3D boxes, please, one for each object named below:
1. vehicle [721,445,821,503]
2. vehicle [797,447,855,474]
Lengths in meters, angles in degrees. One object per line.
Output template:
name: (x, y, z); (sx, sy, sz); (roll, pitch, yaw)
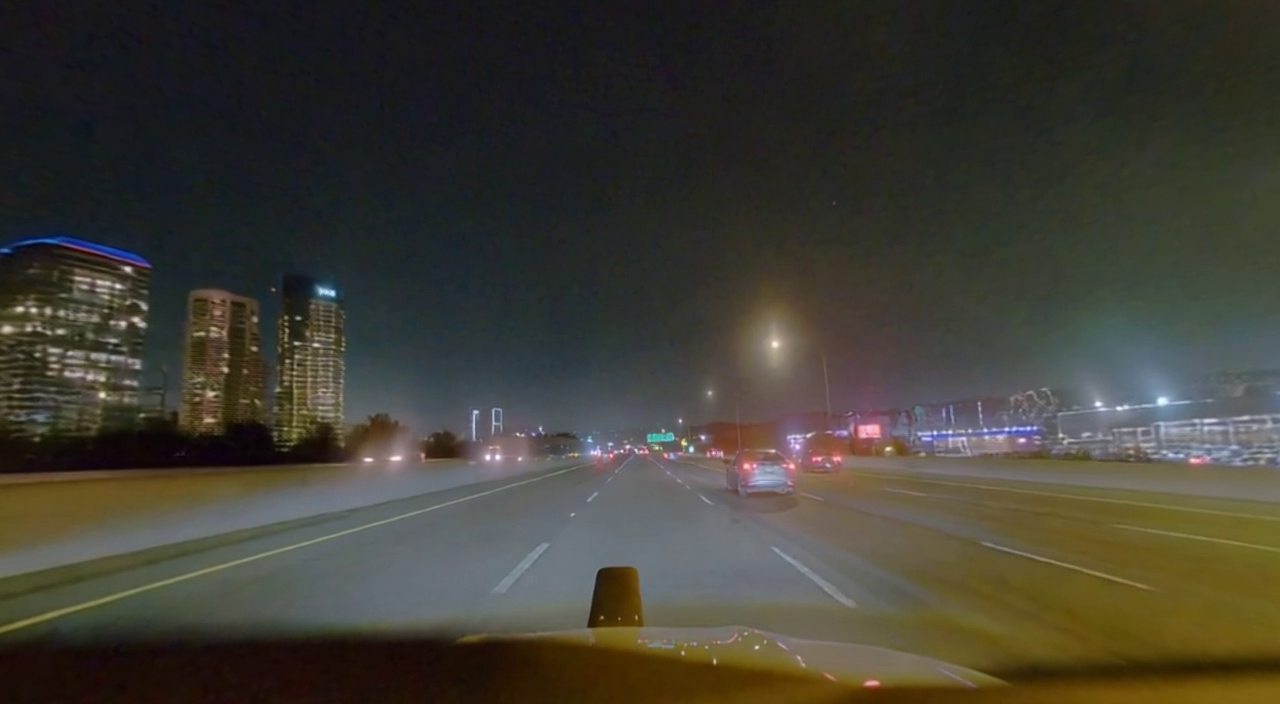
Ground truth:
vehicle: (3.721, 3.518, 18.716); (1.961, 1.504, 4.094); (0, -9, -2)
vehicle: (10.909, 6.390, 37.404); (2.019, 1.529, 4.385); (0, -9, -1)
